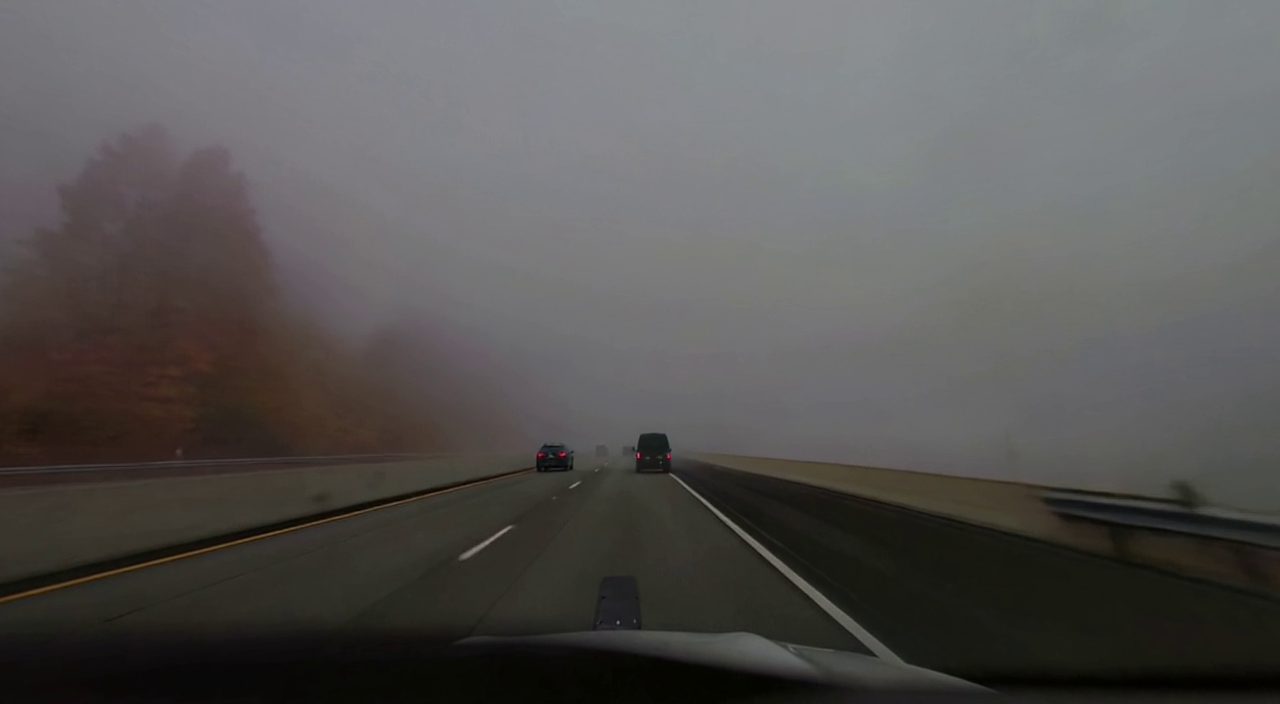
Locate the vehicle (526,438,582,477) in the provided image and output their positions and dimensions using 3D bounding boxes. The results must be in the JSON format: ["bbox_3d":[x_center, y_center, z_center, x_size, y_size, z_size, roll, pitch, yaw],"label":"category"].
[{"bbox_3d":[-4.034,5.040,30.046,2.088,1.688,4.365,0,-9,0],"label":"vehicle"}]

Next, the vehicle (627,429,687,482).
[{"bbox_3d":[0.588,4.205,25.586,2.179,1.930,4.538,0,-9,-1],"label":"vehicle"}]
